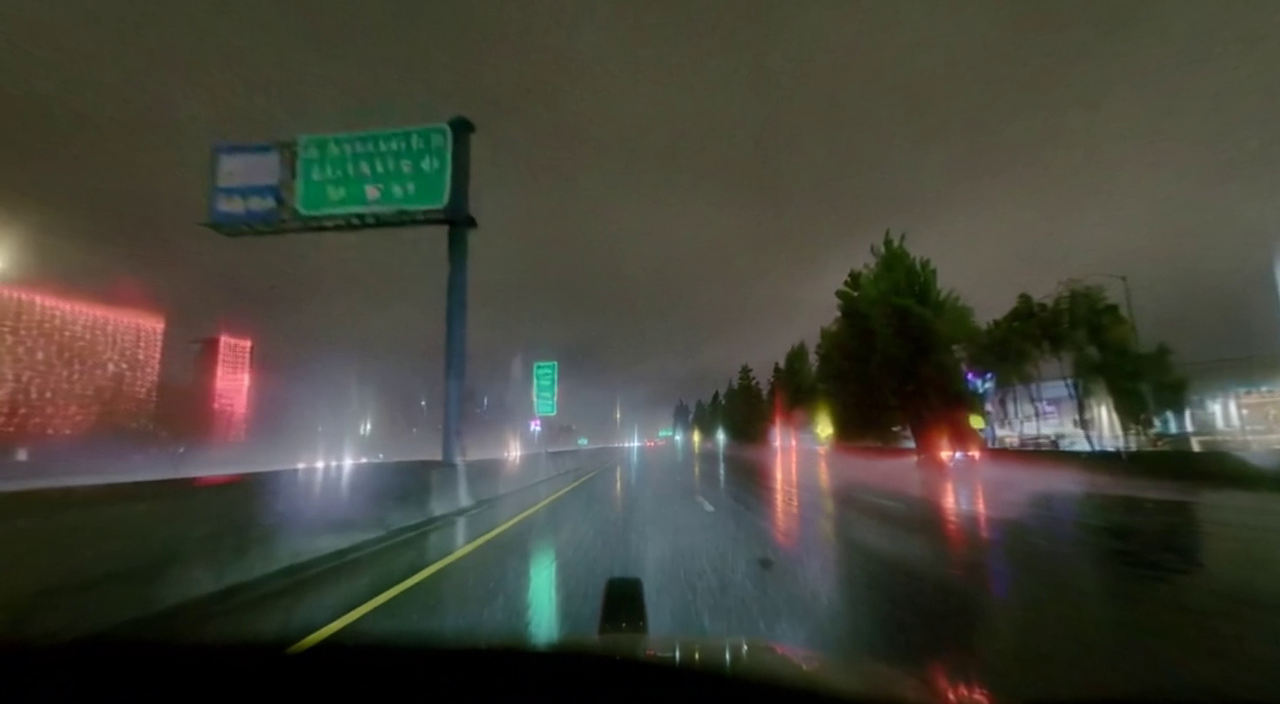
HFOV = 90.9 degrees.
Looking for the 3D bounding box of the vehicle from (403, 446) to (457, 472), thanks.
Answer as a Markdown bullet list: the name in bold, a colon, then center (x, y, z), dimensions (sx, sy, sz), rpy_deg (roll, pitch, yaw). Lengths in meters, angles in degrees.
- **vehicle**: center (-14.641, 7.448, 44.308), dimensions (2.038, 1.700, 4.840), rpy_deg (0, -8, 1)
